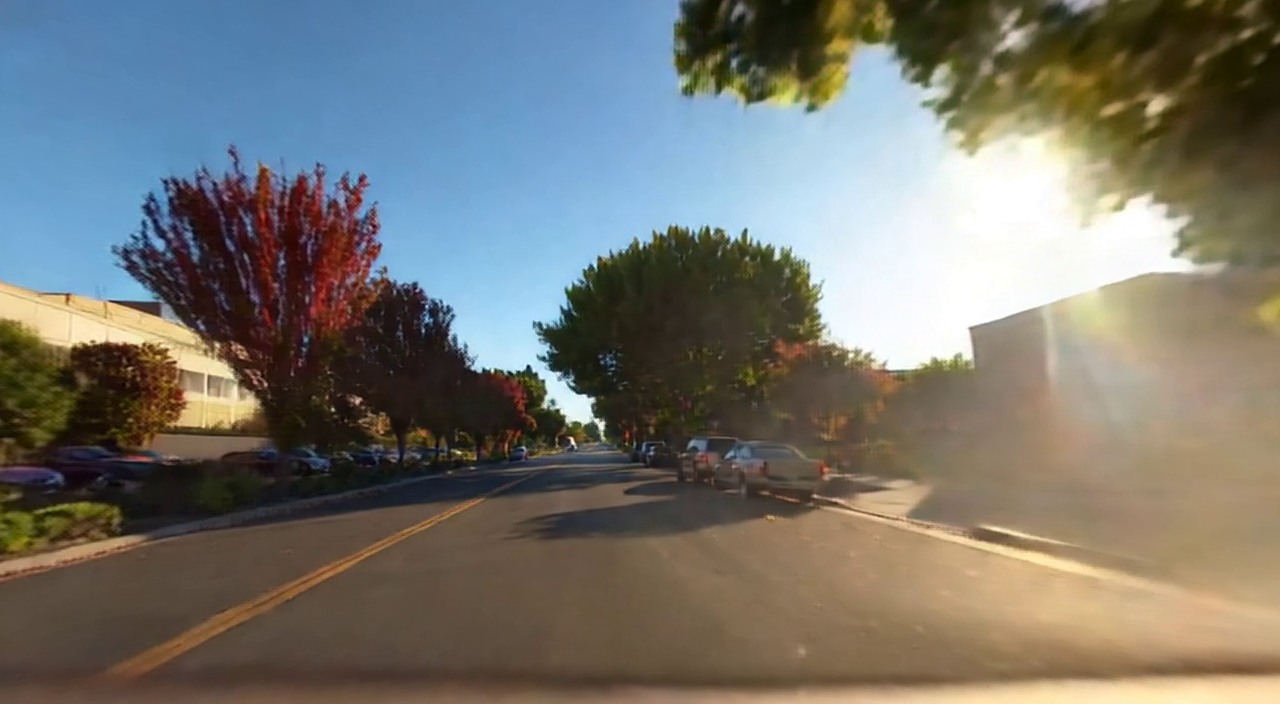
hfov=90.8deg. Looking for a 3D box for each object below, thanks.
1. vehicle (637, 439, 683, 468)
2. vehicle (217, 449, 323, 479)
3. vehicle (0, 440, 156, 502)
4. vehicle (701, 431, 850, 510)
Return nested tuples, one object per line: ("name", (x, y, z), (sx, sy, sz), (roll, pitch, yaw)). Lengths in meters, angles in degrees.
("vehicle", (1.064, 5.857, 36.721), (1.952, 1.538, 5.215), (0, -8, -6))
("vehicle", (-18.946, 5.723, 32.416), (4.491, 1.455, 1.959), (-3, -9, 13))
("vehicle", (-16.980, 3.421, 18.448), (4.444, 1.647, 2.117), (-3, -9, 15))
("vehicle", (2.971, 2.729, 15.161), (1.933, 1.528, 5.006), (0, -8, -7))
